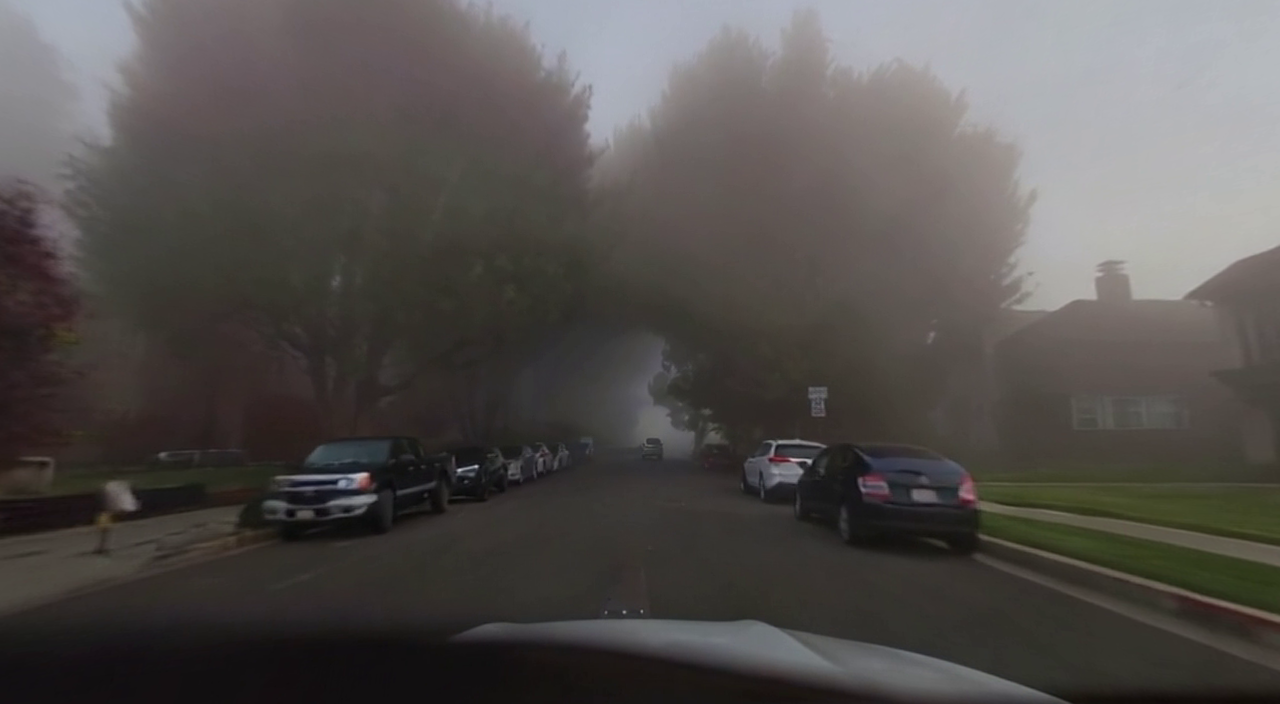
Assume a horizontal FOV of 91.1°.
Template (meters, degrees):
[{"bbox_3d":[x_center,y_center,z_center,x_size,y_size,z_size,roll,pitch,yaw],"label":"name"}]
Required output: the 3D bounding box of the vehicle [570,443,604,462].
[{"bbox_3d":[-4.077,7.834,49.026,1.999,1.441,4.628,-1,-8,4],"label":"vehicle"}]

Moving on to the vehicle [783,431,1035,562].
[{"bbox_3d":[3.711,2.055,9.798,1.987,1.518,4.686,0,-8,2],"label":"vehicle"}]

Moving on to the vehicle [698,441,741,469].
[{"bbox_3d":[4.461,5.843,35.703,1.876,1.477,4.324,0,-8,0],"label":"vehicle"}]

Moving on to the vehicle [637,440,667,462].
[{"bbox_3d":[0.878,7.148,45.263,2.010,1.499,4.107,0,-9,1],"label":"vehicle"}]

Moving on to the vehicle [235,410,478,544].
[{"bbox_3d":[-4.721,2.148,11.519,2.162,1.857,4.758,2,-8,0],"label":"vehicle"}]
